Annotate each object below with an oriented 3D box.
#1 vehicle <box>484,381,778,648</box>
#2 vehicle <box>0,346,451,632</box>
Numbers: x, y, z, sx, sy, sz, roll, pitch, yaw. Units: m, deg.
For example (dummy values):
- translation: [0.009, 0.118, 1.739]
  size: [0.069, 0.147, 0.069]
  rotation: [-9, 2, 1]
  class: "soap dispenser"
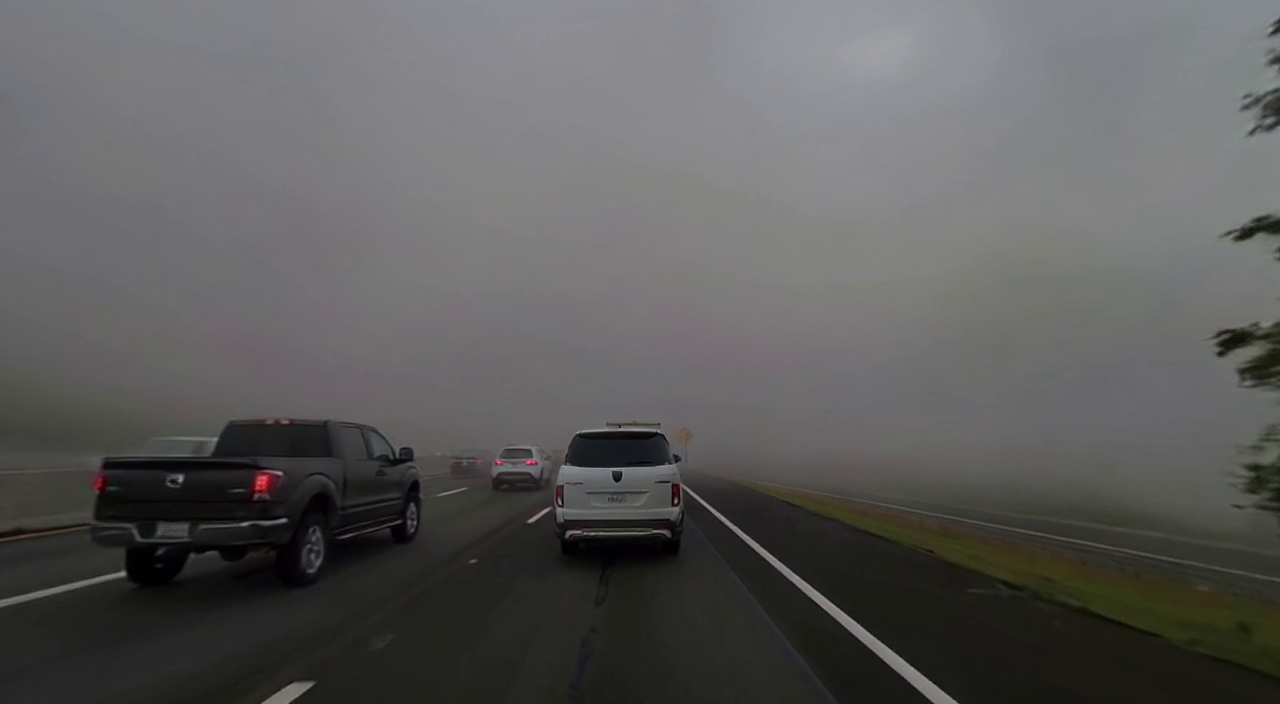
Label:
- translation: [-0.089, 1.361, 6.080]
  size: [1.995, 1.798, 3.380]
  rotation: [0, -9, -1]
  class: "vehicle"
- translation: [-3.948, 1.386, 7.230]
  size: [2.055, 2.144, 4.782]
  rotation: [0, -9, 0]
  class: "vehicle"
